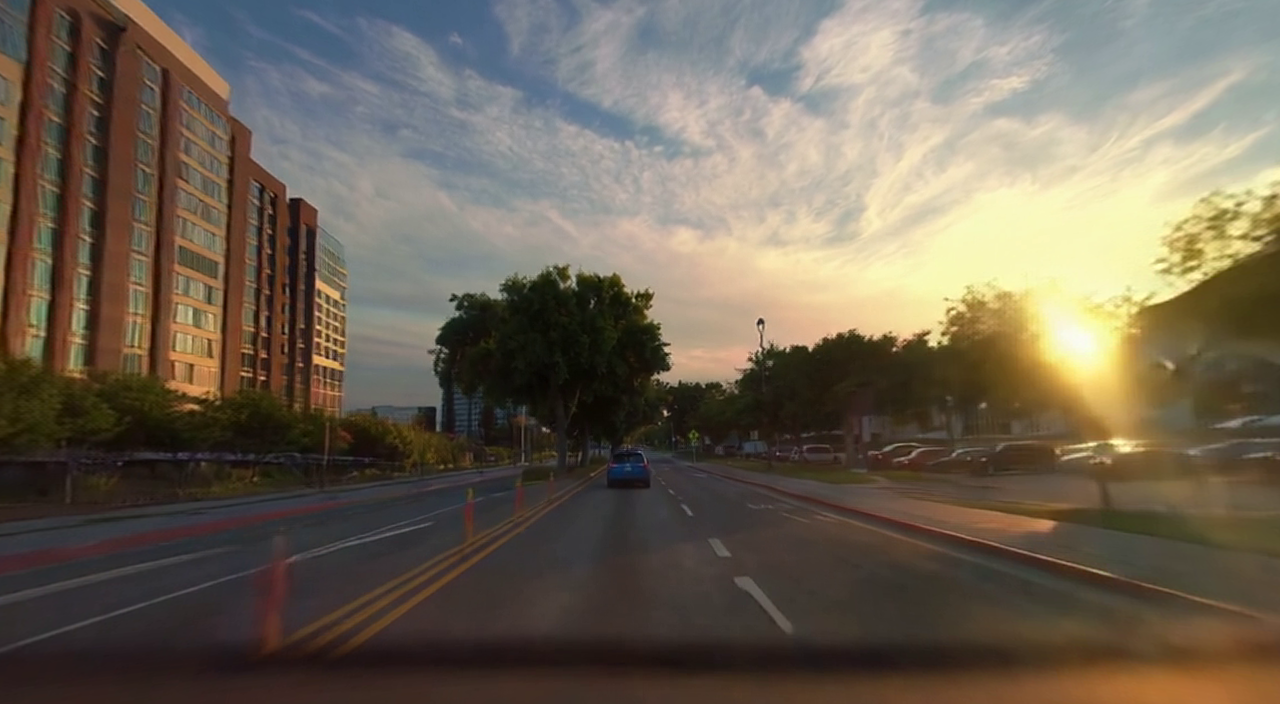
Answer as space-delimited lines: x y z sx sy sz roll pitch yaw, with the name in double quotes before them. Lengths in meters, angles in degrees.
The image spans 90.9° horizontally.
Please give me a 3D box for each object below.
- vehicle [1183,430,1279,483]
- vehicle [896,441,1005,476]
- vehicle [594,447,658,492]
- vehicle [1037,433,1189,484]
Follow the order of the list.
"vehicle" 19.728 3.264 19.784 1.838 1.539 3.740 0 -9 -4
"vehicle" 14.360 4.914 29.306 4.003 1.476 1.884 -2 -8 2
"vehicle" -0.538 4.119 22.447 2.063 1.442 4.135 0 -9 -2
"vehicle" 15.183 3.438 20.522 1.913 1.470 3.714 0 -9 -3
